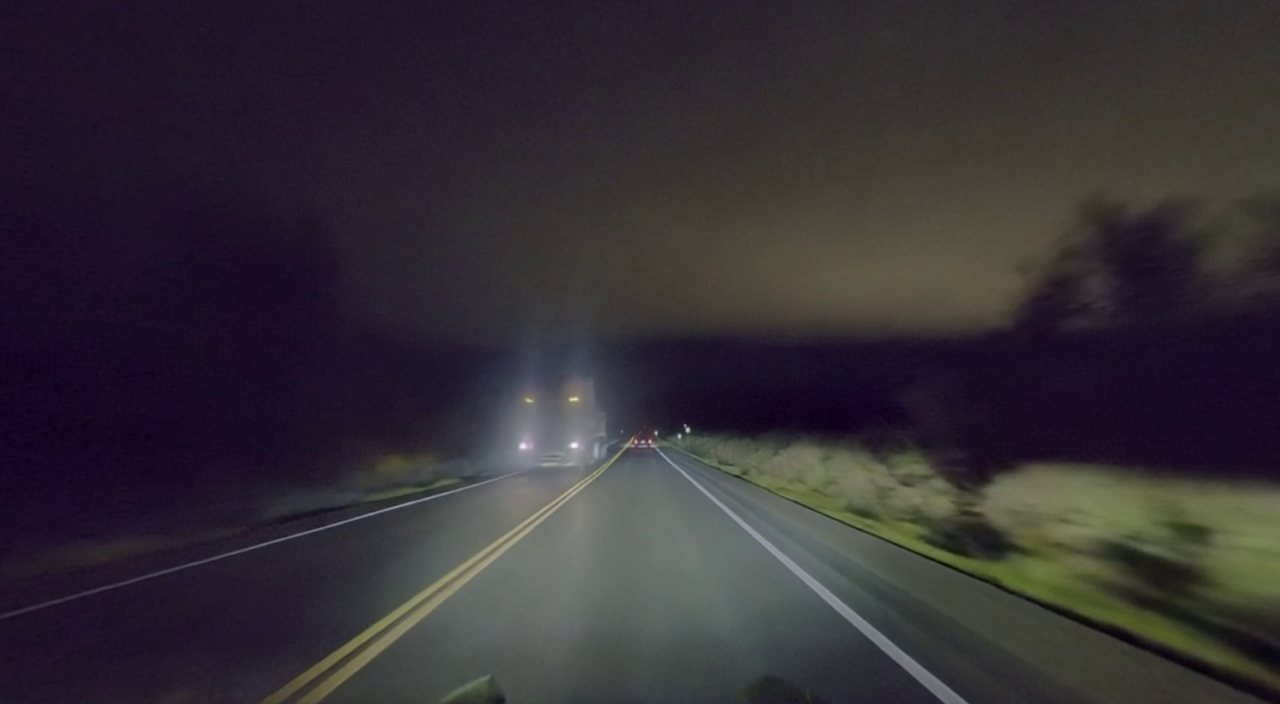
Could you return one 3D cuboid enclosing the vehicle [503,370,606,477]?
[{"bbox_3d":[-3.517,3.461,29.371,3.048,4.005,11.290,0,-8,1],"label":"vehicle"}]
